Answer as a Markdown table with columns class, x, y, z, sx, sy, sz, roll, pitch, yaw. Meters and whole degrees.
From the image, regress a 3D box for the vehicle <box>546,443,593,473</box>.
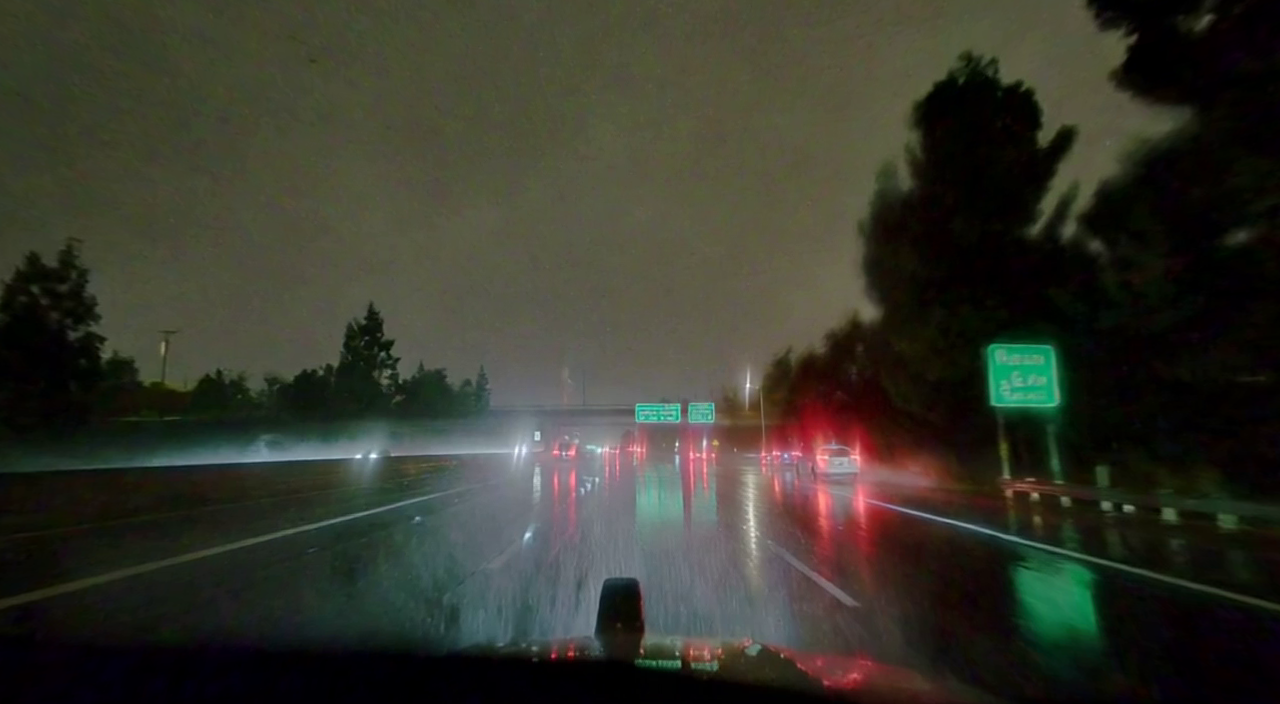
| class | x | y | z | sx | sy | sz | roll | pitch | yaw |
| --- | --- | --- | --- | --- | --- | --- | --- | --- | --- |
| vehicle | -3.882 | 5.950 | 35.660 | 2.091 | 1.544 | 4.409 | 0 | -8 | 1 |
